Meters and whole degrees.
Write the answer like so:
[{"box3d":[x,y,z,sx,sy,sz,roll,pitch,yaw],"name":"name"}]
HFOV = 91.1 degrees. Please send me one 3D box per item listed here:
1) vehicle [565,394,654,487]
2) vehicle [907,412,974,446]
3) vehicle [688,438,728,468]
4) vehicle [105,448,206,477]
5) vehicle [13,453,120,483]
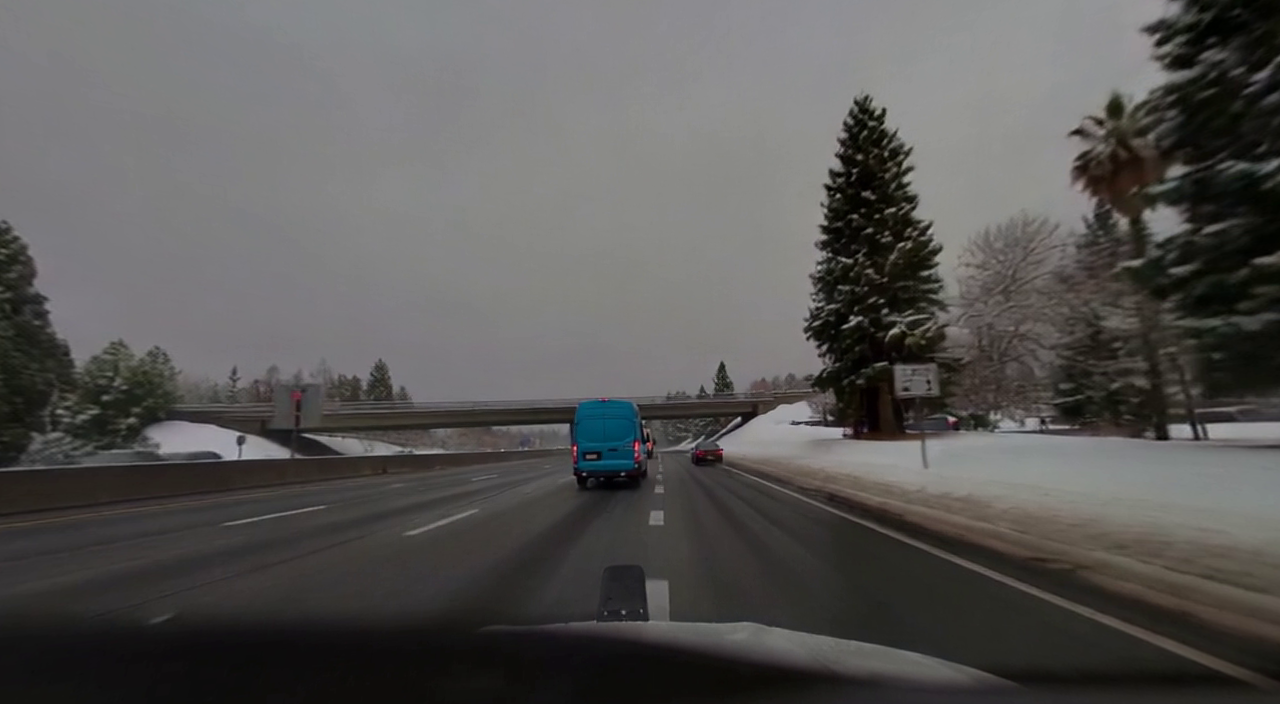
[{"box3d":[-0.866,3.088,21.871,2.476,2.776,5.598,0,-8,3],"name":"vehicle"},{"box3d":[21.516,5.620,45.250,2.445,2.240,5.659,-1,-8,5],"name":"vehicle"},{"box3d":[3.911,5.877,36.674,1.987,1.648,3.984,0,-8,2],"name":"vehicle"},{"box3d":[-28.678,6.524,37.415,2.009,1.600,4.743,-1,-9,4],"name":"vehicle"},{"box3d":[-32.992,6.645,36.322,1.835,1.559,4.456,0,-9,3],"name":"vehicle"}]
